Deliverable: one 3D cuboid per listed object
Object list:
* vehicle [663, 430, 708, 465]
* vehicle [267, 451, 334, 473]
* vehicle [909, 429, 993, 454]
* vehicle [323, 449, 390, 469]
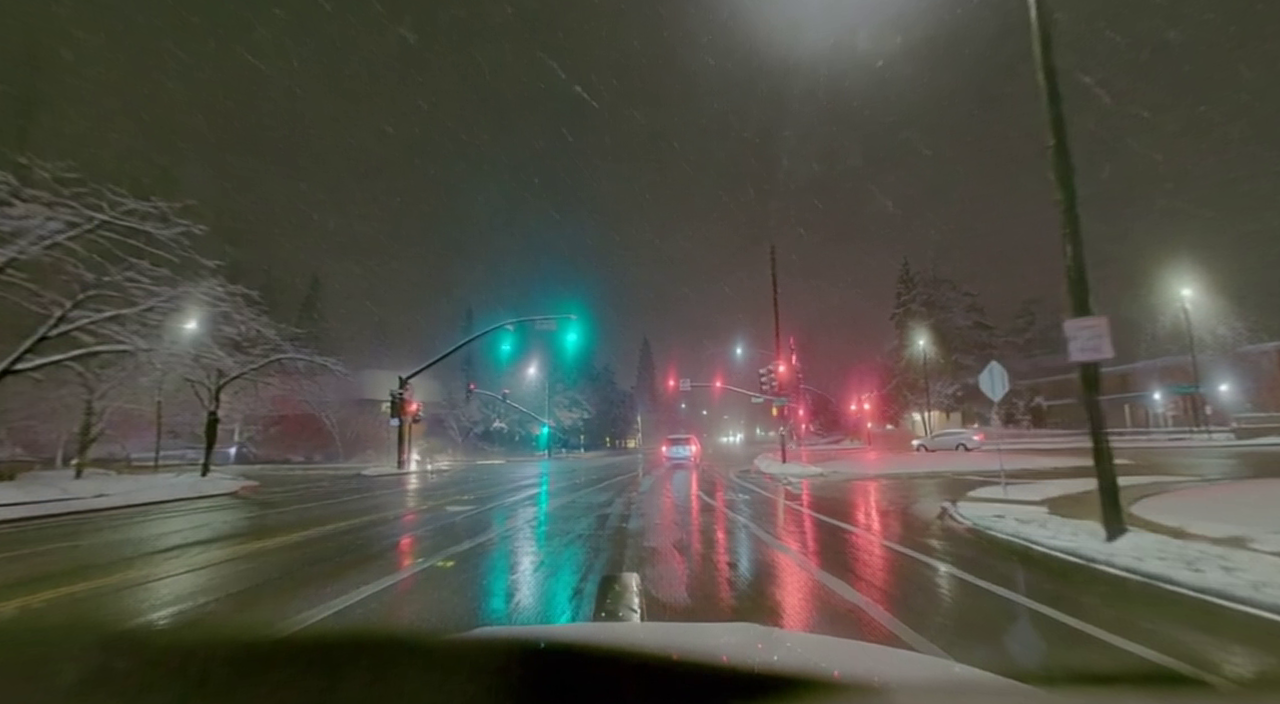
[{"bbox_3d":[2.578,5.285,35.074,2.230,1.827,4.298,-1,-8,7],"label":"vehicle"},{"bbox_3d":[-25.274,8.159,47.050,4.359,1.508,1.980,-4,-9,22],"label":"vehicle"},{"bbox_3d":[21.134,6.128,43.201,4.952,1.517,1.997,-5,-7,23],"label":"vehicle"},{"bbox_3d":[-21.847,8.216,48.676,4.601,1.521,1.941,-4,-9,22],"label":"vehicle"}]
